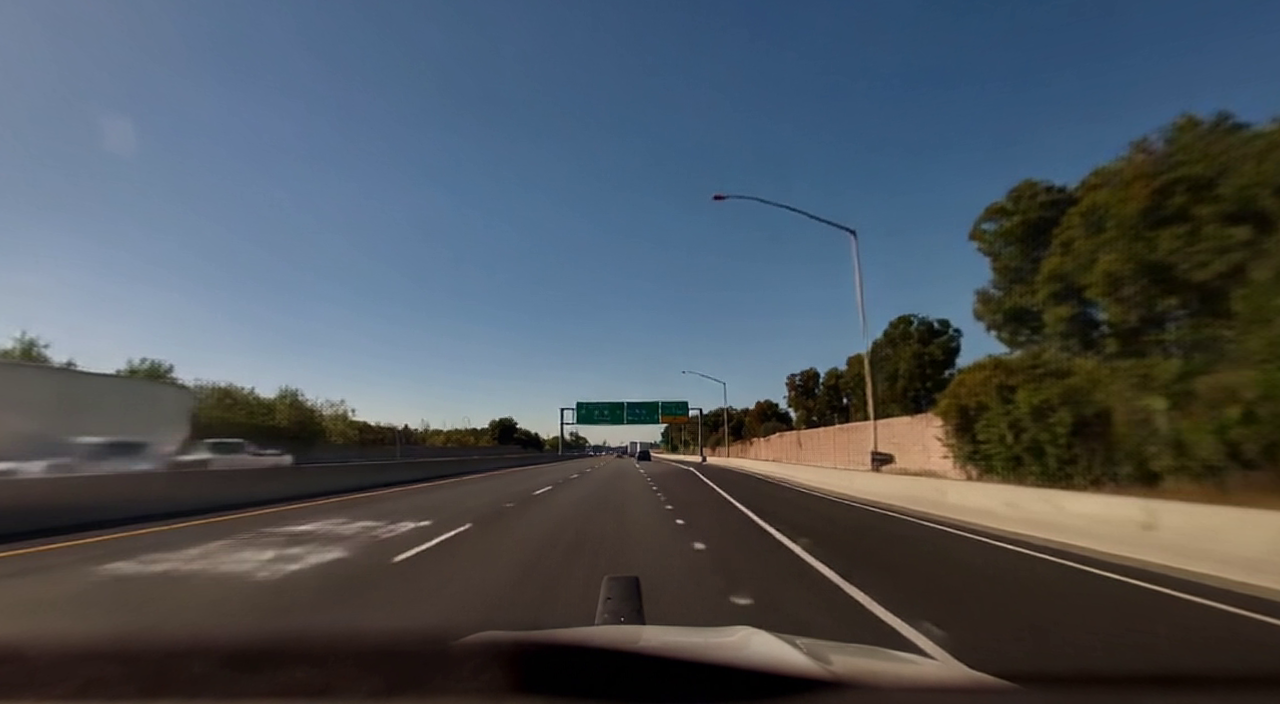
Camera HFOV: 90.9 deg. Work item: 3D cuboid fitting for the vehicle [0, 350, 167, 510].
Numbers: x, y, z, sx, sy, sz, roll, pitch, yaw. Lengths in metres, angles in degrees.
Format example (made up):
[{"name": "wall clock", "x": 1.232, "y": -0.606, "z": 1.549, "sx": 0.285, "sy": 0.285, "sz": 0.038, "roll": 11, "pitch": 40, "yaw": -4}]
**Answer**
[{"name": "vehicle", "x": -18.155, "y": 2.141, "z": 17.051, "sx": 3.044, "sy": 4.093, "sz": 10.129, "roll": 0, "pitch": -9, "yaw": -2}]
